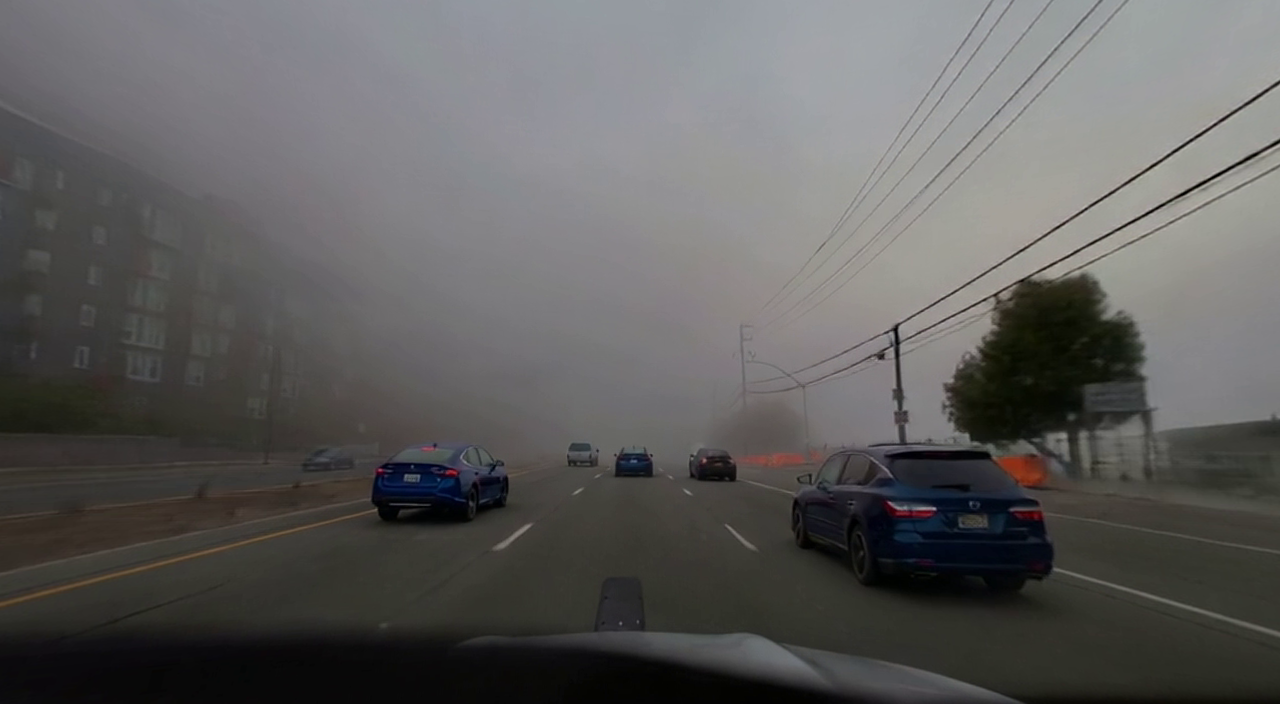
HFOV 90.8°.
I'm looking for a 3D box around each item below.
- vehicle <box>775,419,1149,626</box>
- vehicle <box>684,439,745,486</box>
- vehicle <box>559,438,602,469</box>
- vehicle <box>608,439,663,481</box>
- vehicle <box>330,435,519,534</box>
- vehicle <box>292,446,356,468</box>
[{"bbox_3d":[2.959,1.635,7.020,1.975,1.598,4.025,0,-8,-1],"label":"vehicle"},{"bbox_3d":[3.088,4.664,27.024,2.029,1.797,4.218,0,-8,-1],"label":"vehicle"},{"bbox_3d":[-3.629,6.282,39.321,2.190,1.832,4.417,0,-8,1],"label":"vehicle"},{"bbox_3d":[-0.189,4.824,28.546,2.291,1.714,4.217,0,-8,0],"label":"vehicle"},{"bbox_3d":[-3.644,2.303,11.620,1.968,1.473,4.209,0,-8,0],"label":"vehicle"},{"bbox_3d":[-22.020,7.325,44.238,2.053,1.472,4.526,0,-8,1],"label":"vehicle"}]
